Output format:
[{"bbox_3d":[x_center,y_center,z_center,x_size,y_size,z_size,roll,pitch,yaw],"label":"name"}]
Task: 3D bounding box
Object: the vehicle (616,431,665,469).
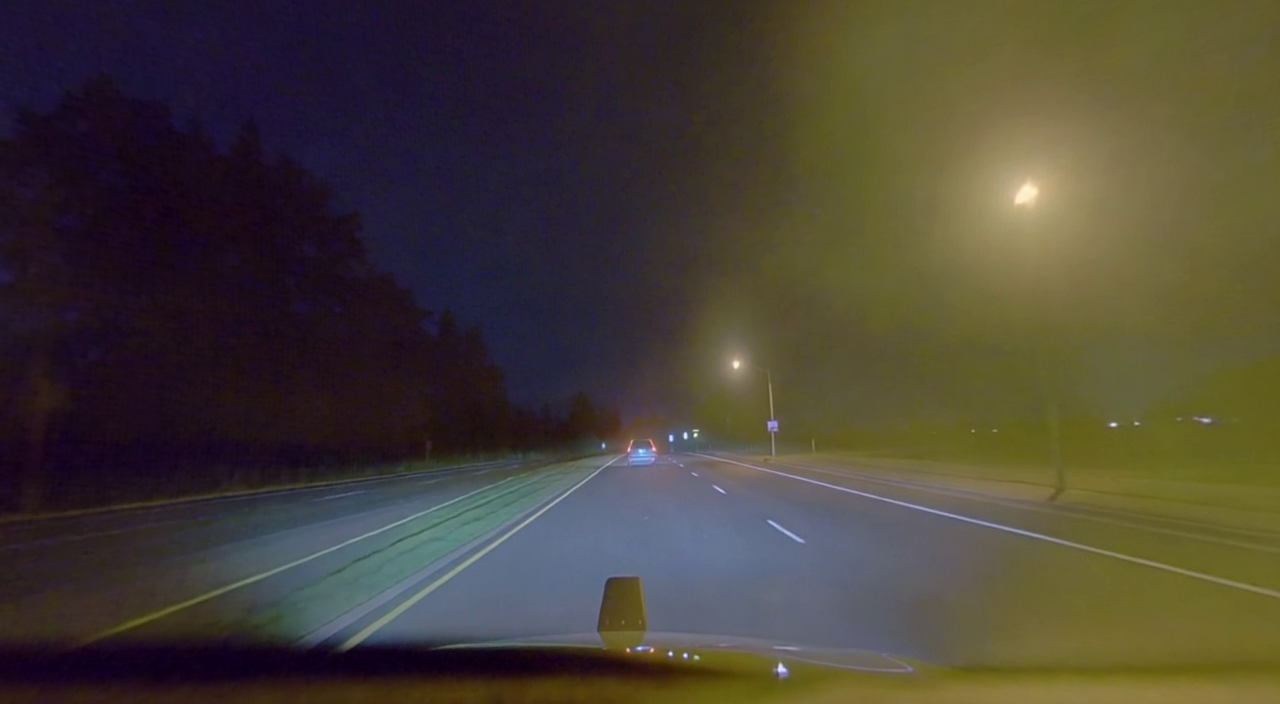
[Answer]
[{"bbox_3d":[0.041,4.808,30.911,2.256,1.734,4.176,0,-8,0],"label":"vehicle"}]
